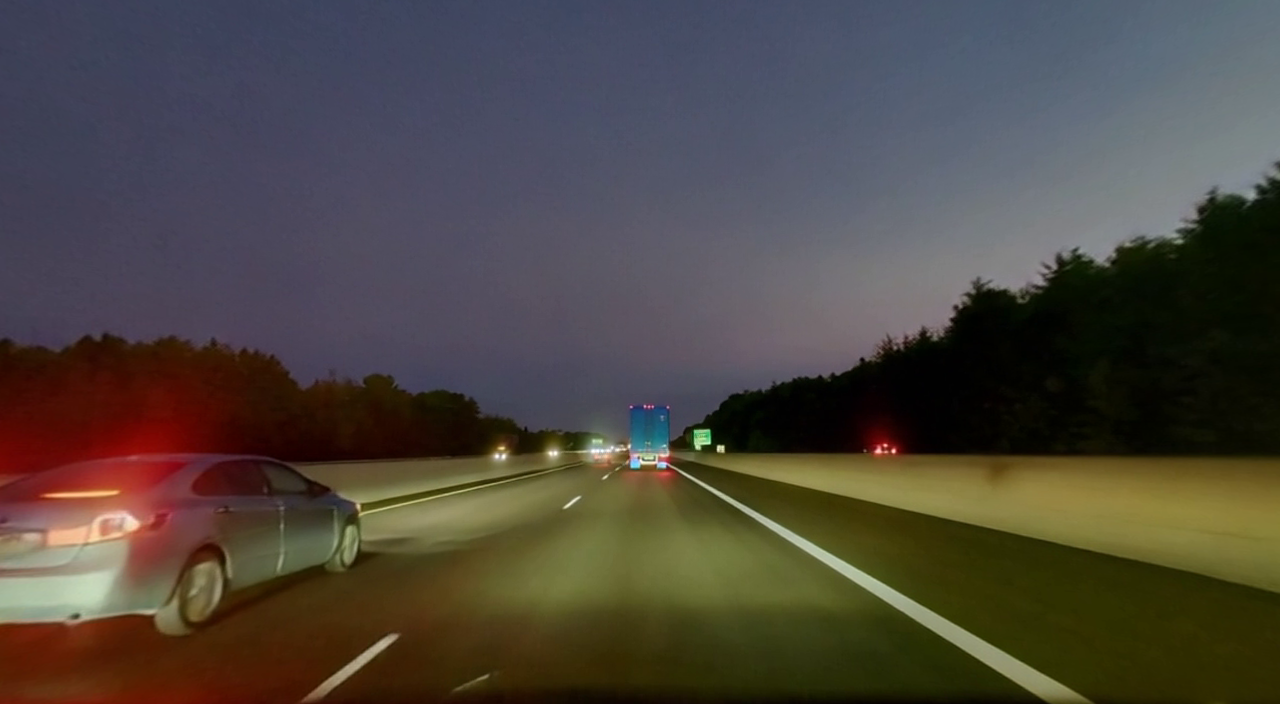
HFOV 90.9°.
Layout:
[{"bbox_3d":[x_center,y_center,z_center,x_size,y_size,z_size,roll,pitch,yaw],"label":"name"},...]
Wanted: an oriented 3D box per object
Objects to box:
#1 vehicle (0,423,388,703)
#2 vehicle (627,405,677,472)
[{"bbox_3d":[-3.985,1.404,5.188,1.931,1.466,4.458,0,-9,1],"label":"vehicle"},{"bbox_3d":[0.768,6.065,43.650,3.022,4.072,10.318,0,-9,0],"label":"vehicle"}]
